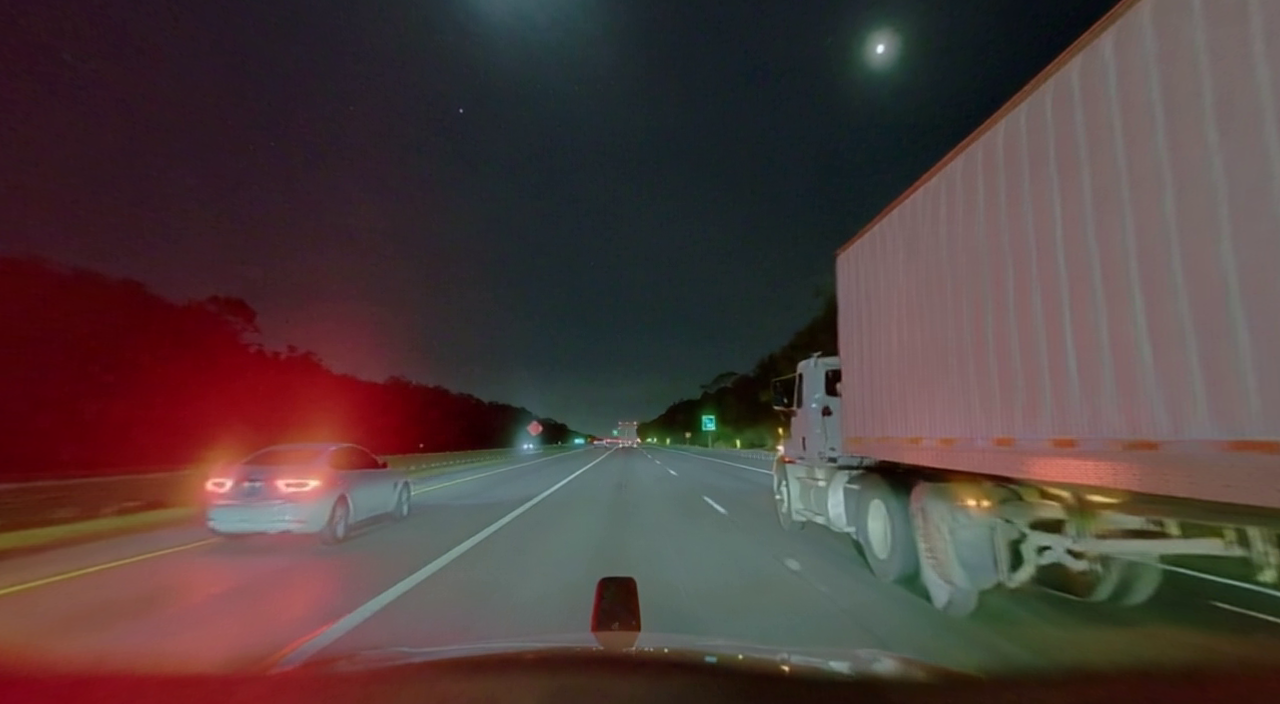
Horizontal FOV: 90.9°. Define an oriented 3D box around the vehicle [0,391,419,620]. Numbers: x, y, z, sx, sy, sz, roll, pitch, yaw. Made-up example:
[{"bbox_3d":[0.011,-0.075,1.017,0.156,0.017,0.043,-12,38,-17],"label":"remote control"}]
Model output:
[{"bbox_3d":[-4.337,1.432,6.991,2.123,1.655,4.688,0,-8,-1],"label":"vehicle"}]
